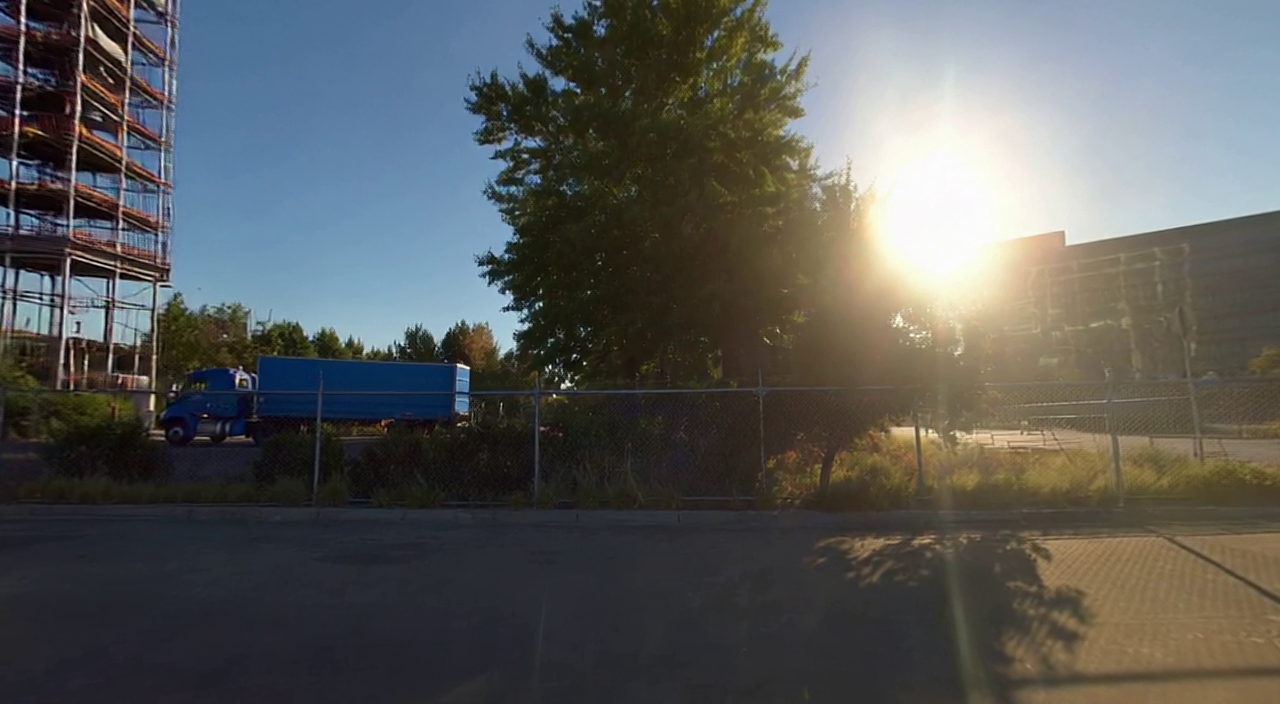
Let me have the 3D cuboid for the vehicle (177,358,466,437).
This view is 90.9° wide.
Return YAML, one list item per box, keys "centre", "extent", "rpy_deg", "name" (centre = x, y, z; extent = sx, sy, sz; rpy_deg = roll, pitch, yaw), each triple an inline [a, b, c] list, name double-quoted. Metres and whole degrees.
- centre: [-17.220, 2.674, 35.213]
  extent: [14.067, 4.099, 2.832]
  rpy_deg: [1, -9, -7]
  name: "vehicle"
